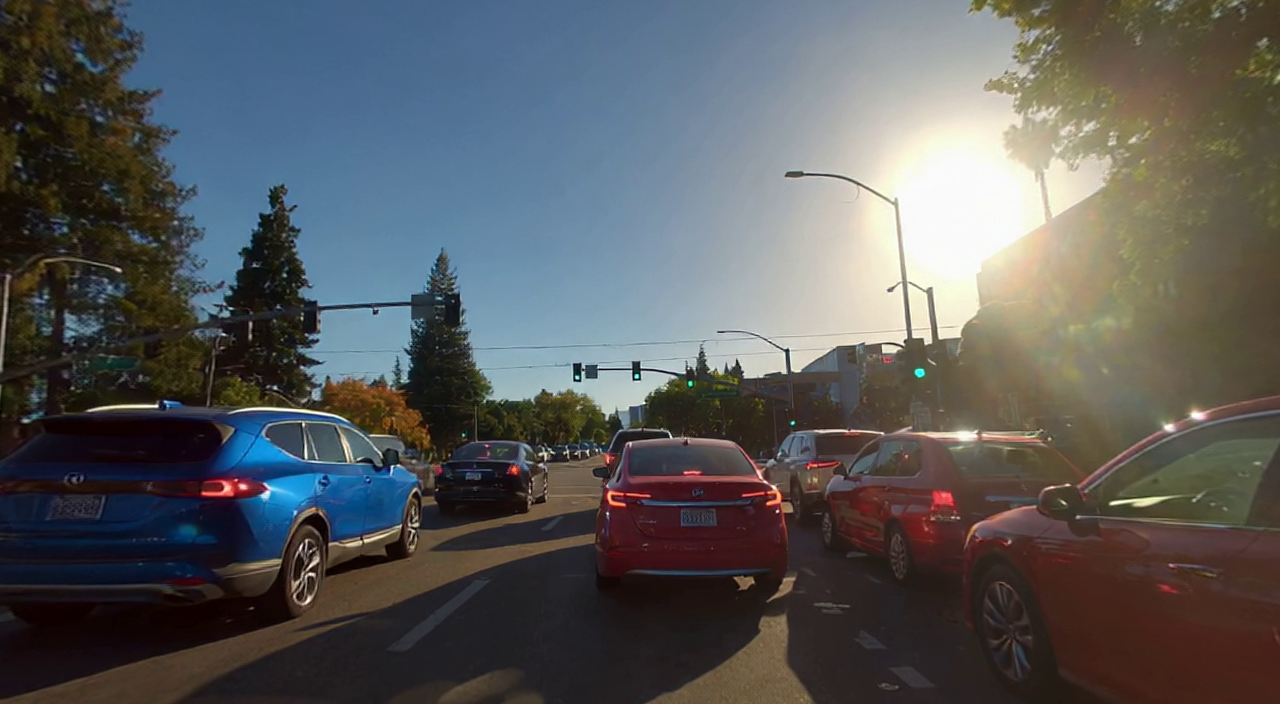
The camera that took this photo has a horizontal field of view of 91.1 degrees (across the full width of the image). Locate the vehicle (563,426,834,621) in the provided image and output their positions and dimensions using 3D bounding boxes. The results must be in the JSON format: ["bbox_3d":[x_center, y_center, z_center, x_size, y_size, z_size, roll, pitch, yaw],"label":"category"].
[{"bbox_3d":[0.439,1.599,6.795,2.051,1.460,3.932,0,-8,0],"label":"vehicle"}]

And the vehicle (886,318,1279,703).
[{"bbox_3d":[3.044,0.917,3.042,1.880,1.747,4.500,0,-8,0],"label":"vehicle"}]

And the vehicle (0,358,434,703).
[{"bbox_3d":[-3.459,1.226,5.280,1.889,1.767,4.289,0,-8,1],"label":"vehicle"}]

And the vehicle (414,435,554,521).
[{"bbox_3d":[-3.070,2.566,13.318,1.868,1.516,4.114,0,-8,1],"label":"vehicle"}]
